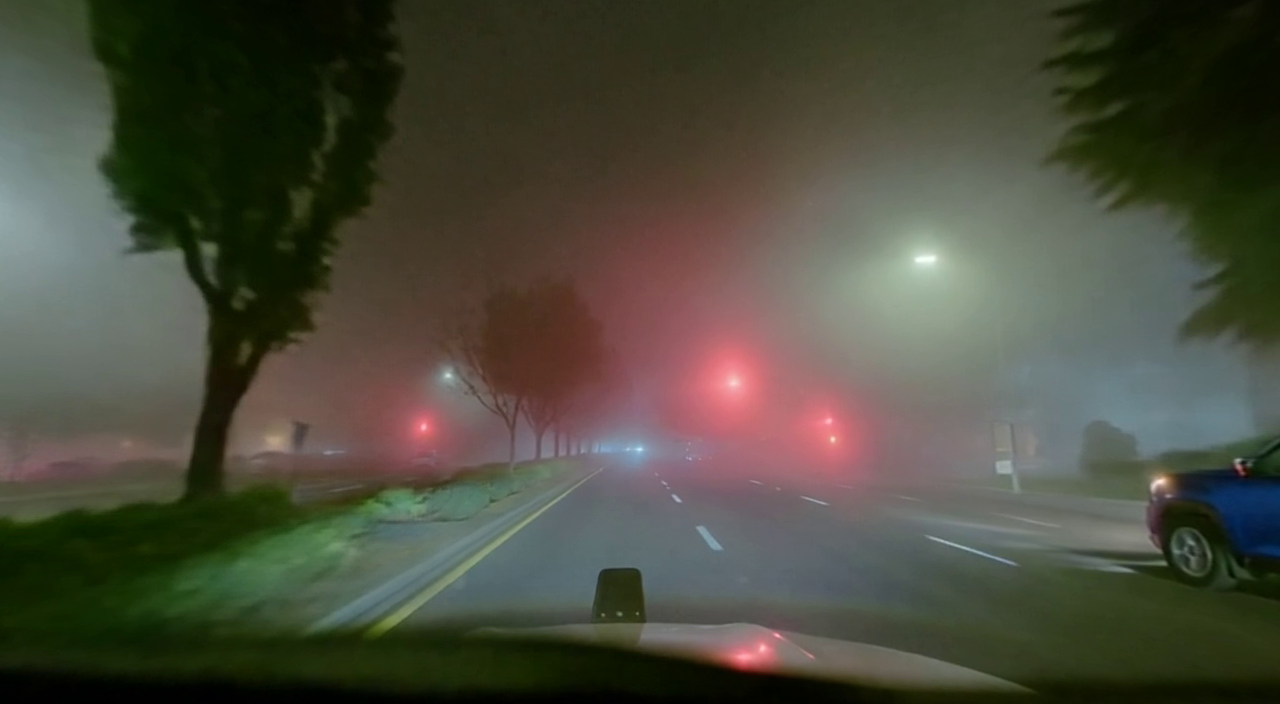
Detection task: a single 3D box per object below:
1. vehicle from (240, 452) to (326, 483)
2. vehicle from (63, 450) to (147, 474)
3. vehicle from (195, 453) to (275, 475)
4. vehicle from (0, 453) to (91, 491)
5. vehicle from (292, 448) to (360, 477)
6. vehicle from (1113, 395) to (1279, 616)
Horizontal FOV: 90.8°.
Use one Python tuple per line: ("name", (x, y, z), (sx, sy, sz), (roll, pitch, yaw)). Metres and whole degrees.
("vehicle", (-19.216, 6.203, 34.239), (2.048, 1.493, 4.588), (0, -8, -1))
("vehicle", (-41.663, 8.551, 49.265), (4.562, 1.756, 2.075), (0, -9, 1))
("vehicle", (-28.594, 7.894, 44.676), (4.382, 1.467, 1.902), (0, -8, 2))
("vehicle", (-28.475, 5.470, 28.935), (4.657, 1.636, 2.059), (0, -8, 0))
("vehicle", (-19.653, 6.924, 39.784), (1.985, 1.667, 4.622), (0, -8, -1))
("vehicle", (6.154, 1.140, 4.450), (2.012, 1.754, 4.635), (0, -8, 0))
